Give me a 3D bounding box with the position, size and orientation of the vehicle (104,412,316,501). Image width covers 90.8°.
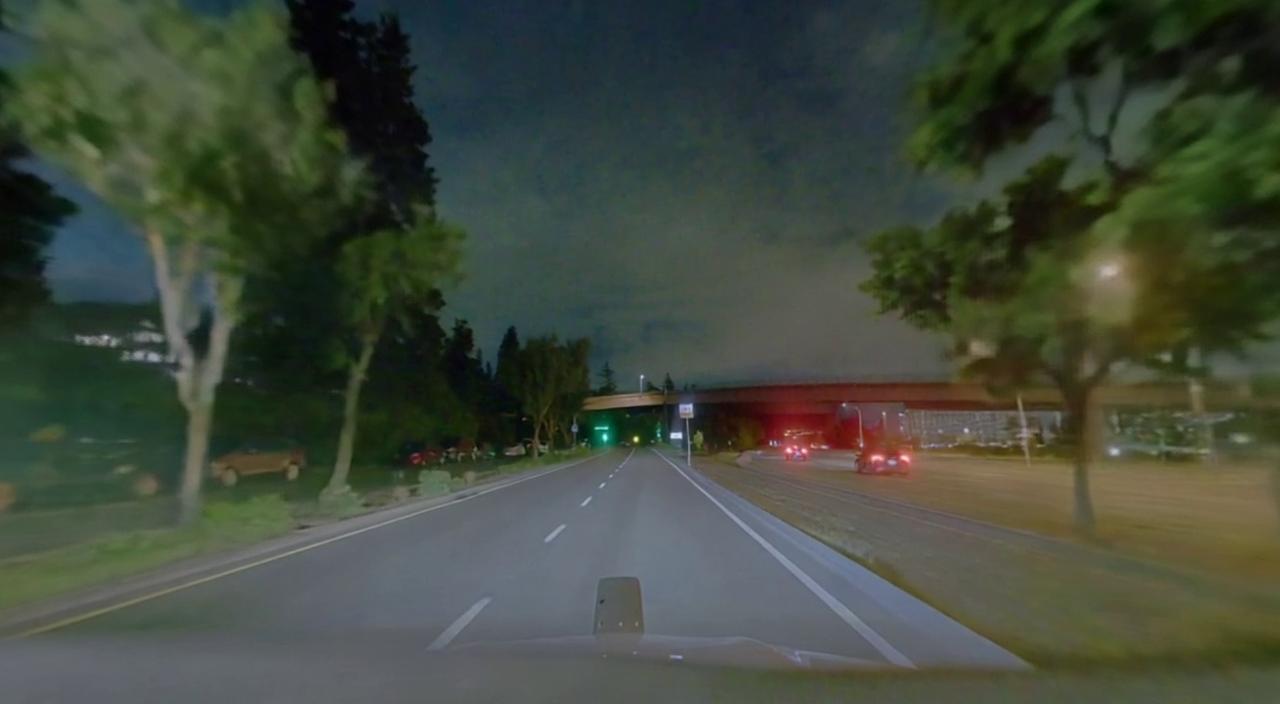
[{"bbox_3d":[-13.345,3.292,20.400,2.307,2.349,6.335,1,-8,0],"label":"vehicle"}]

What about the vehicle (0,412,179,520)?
[{"bbox_3d":[-13.232,2.435,13.968,2.136,2.016,5.354,2,-9,-3],"label":"vehicle"}]

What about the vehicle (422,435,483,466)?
[{"bbox_3d":[-12.603,6.644,42.895,2.064,1.809,5.545,4,-8,3],"label":"vehicle"}]

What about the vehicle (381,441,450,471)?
[{"bbox_3d":[-13.001,6.029,36.930,2.156,1.489,4.758,4,-8,2],"label":"vehicle"}]
